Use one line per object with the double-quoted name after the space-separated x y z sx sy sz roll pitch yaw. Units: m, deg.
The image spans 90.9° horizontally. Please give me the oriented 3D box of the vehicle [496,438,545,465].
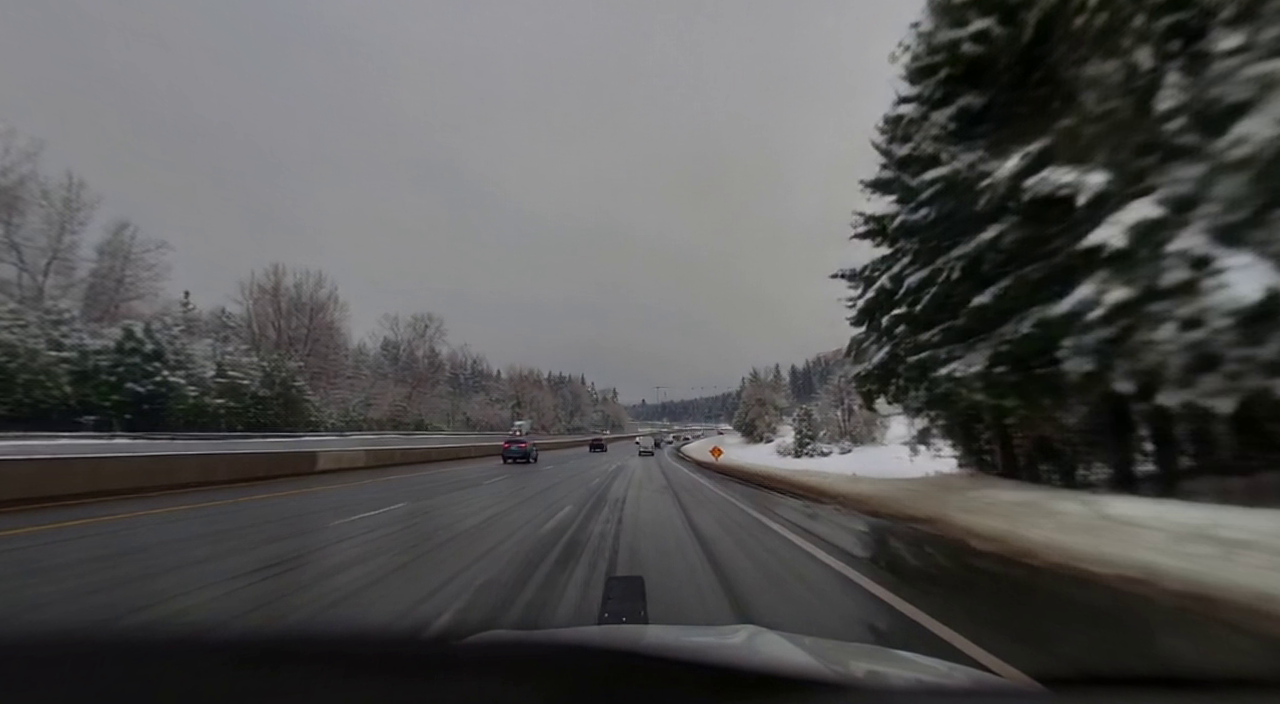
-6.993 5.878 37.320 1.966 1.488 4.243 0 -8 1 "vehicle"
